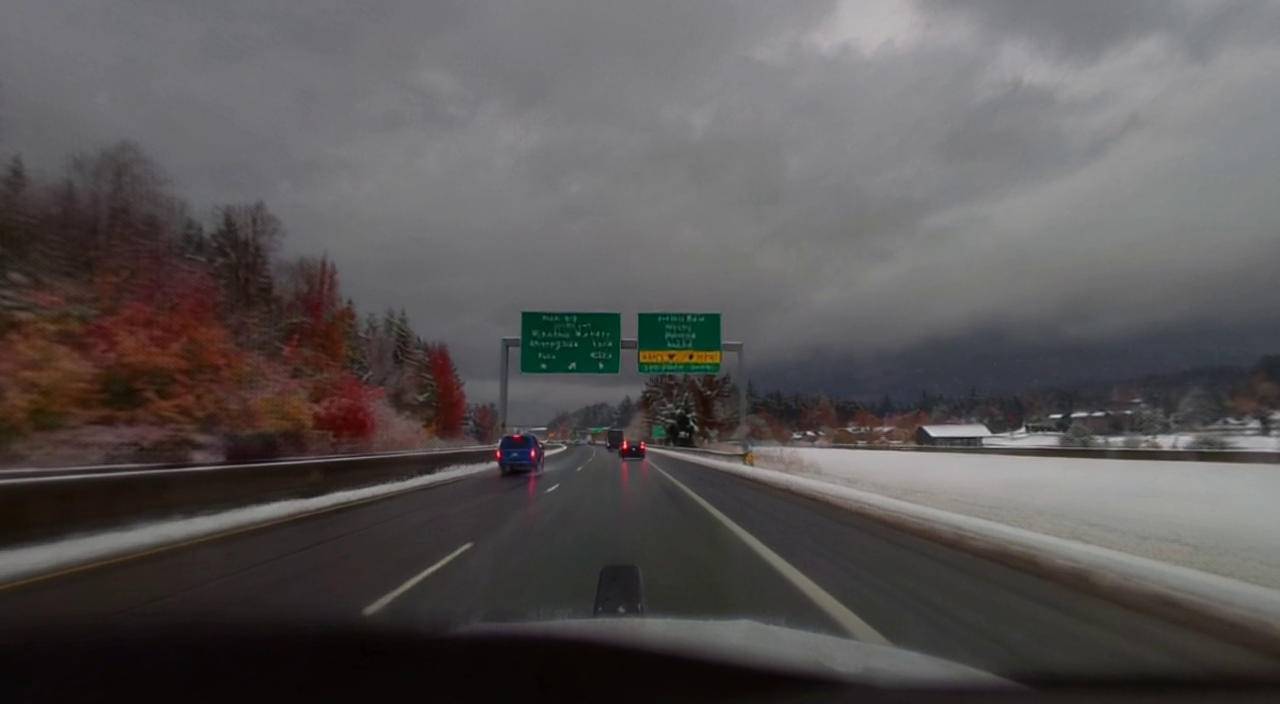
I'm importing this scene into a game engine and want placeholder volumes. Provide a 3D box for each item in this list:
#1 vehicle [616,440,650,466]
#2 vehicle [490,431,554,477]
[{"bbox_3d":[-0.453,6.121,38.453,1.939,1.497,3.863,0,-8,-2],"label":"vehicle"},{"bbox_3d":[-4.777,4.200,26.108,1.924,1.720,4.195,0,-8,-1],"label":"vehicle"}]
